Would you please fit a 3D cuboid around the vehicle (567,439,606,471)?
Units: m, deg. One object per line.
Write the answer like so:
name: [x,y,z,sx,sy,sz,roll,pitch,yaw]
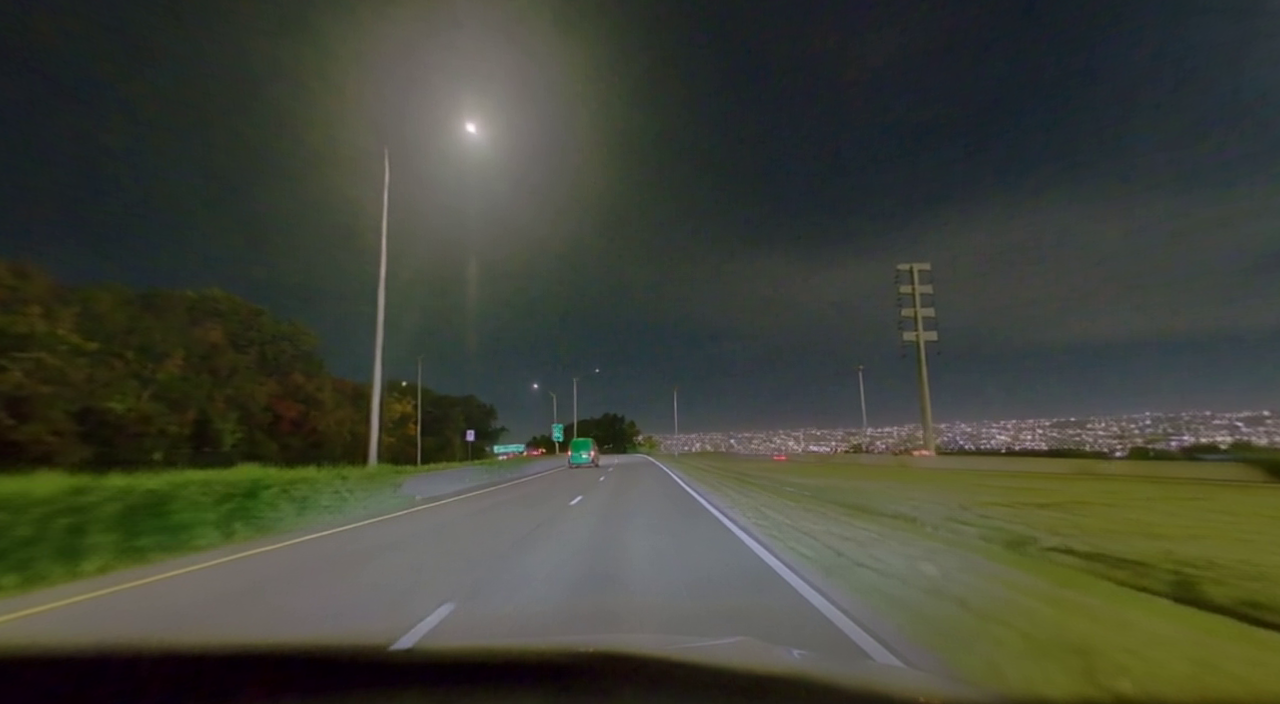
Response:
vehicle: [-3.574,6.946,42.692,2.270,2.023,4.632,0,-9,-1]
